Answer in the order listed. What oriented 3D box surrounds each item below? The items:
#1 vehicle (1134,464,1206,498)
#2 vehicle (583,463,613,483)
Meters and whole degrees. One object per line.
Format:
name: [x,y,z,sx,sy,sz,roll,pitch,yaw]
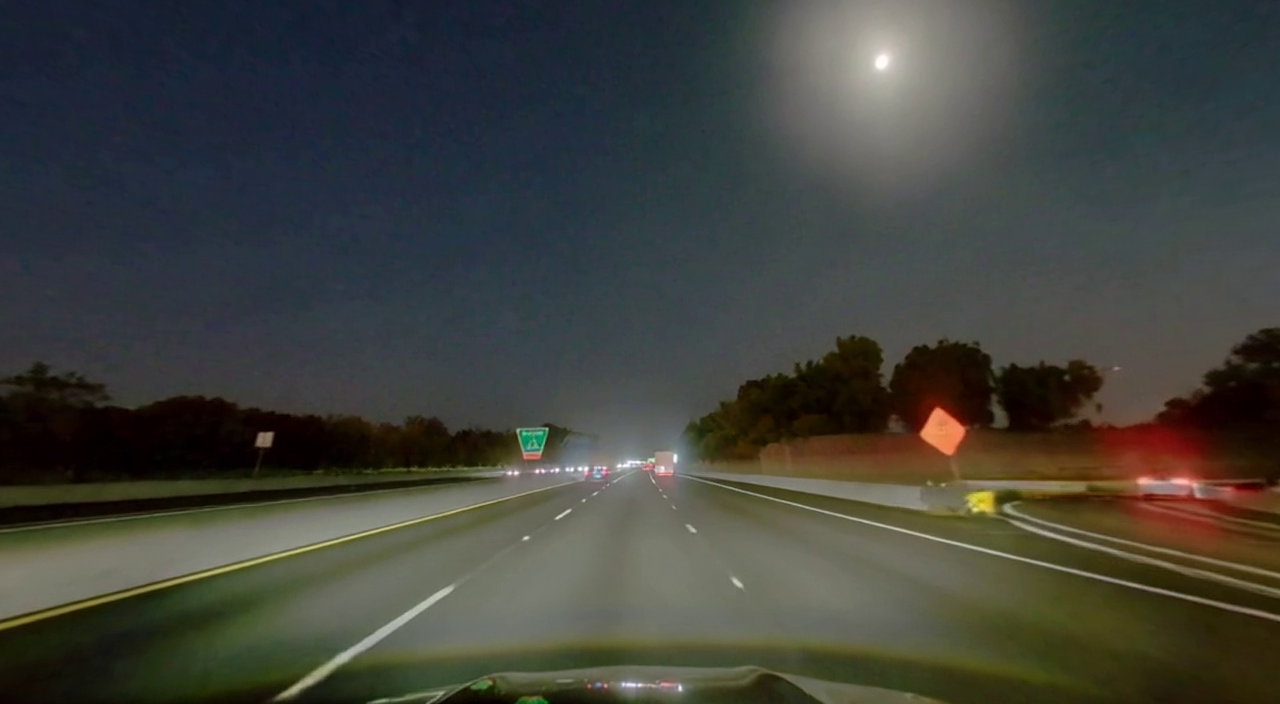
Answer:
vehicle: [31.197,7.539,37.007,5.018,1.781,2.164,9,-13,-39]
vehicle: [-3.227,9.482,49.484,2.045,1.487,4.582,1,-10,0]
